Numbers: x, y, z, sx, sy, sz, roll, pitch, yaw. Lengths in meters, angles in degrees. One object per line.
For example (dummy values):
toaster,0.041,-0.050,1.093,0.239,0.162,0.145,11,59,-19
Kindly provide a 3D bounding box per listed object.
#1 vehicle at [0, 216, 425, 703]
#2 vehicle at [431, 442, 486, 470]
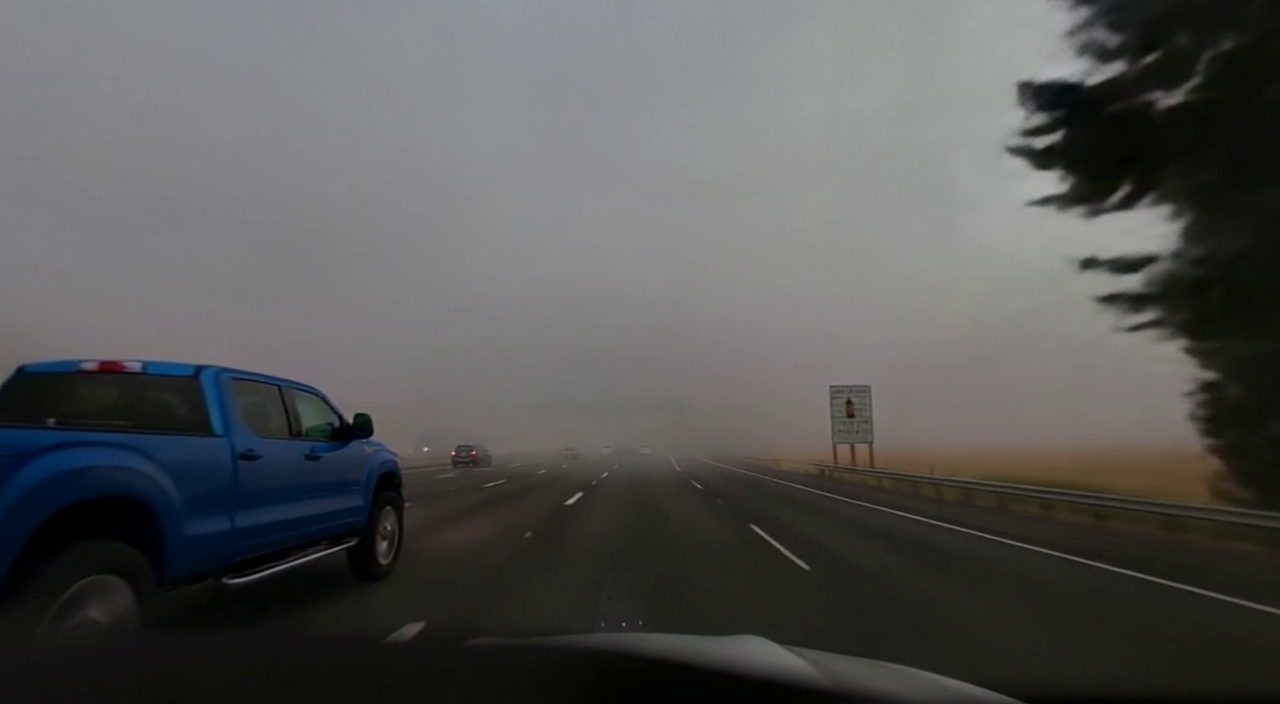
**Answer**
vehicle,-3.606,0.722,3.455,2.601,2.084,6.068,0,-8,1
vehicle,-10.860,6.266,38.119,1.957,1.565,4.311,0,-8,1
